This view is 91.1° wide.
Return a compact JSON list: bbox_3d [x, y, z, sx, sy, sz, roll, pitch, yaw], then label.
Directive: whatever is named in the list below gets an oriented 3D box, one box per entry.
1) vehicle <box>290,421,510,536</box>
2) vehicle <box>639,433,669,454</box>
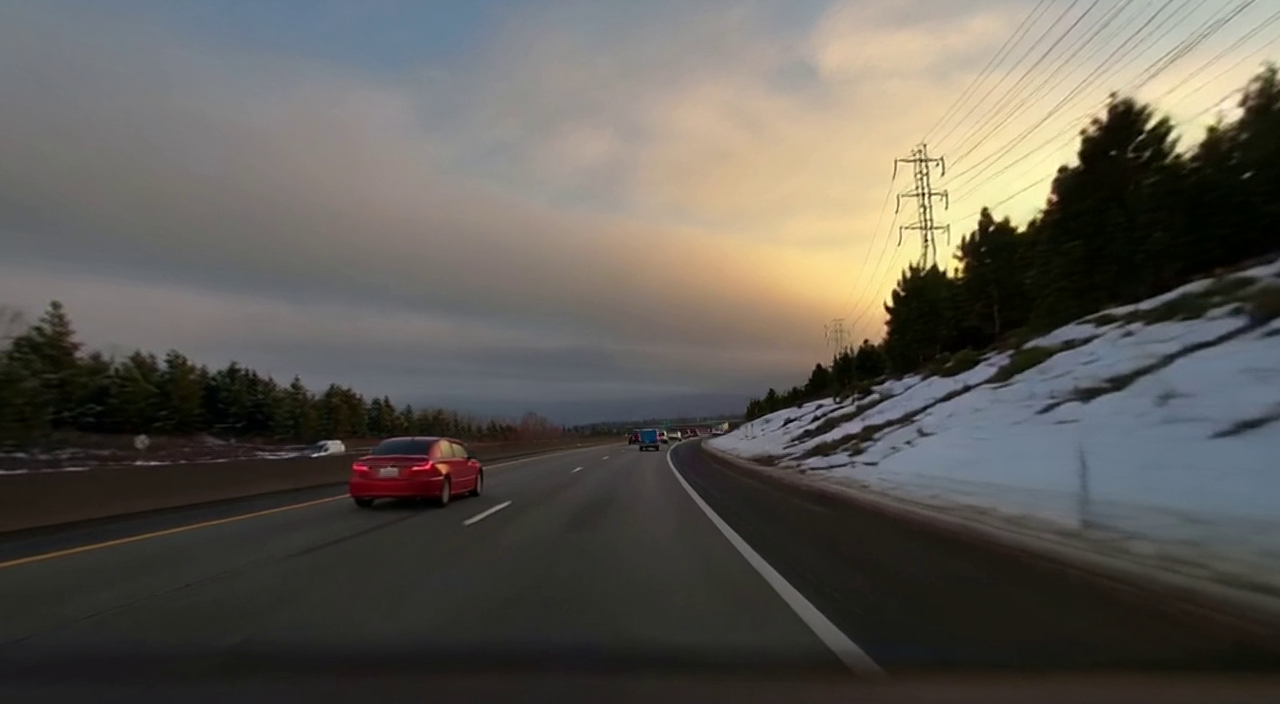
[{"bbox_3d":[-3.663,1.983,10.610,2.030,1.522,4.250,0,-8,0],"label":"vehicle"},{"bbox_3d":[1.109,6.897,47.552,2.077,1.523,4.206,0,-8,3],"label":"vehicle"}]
